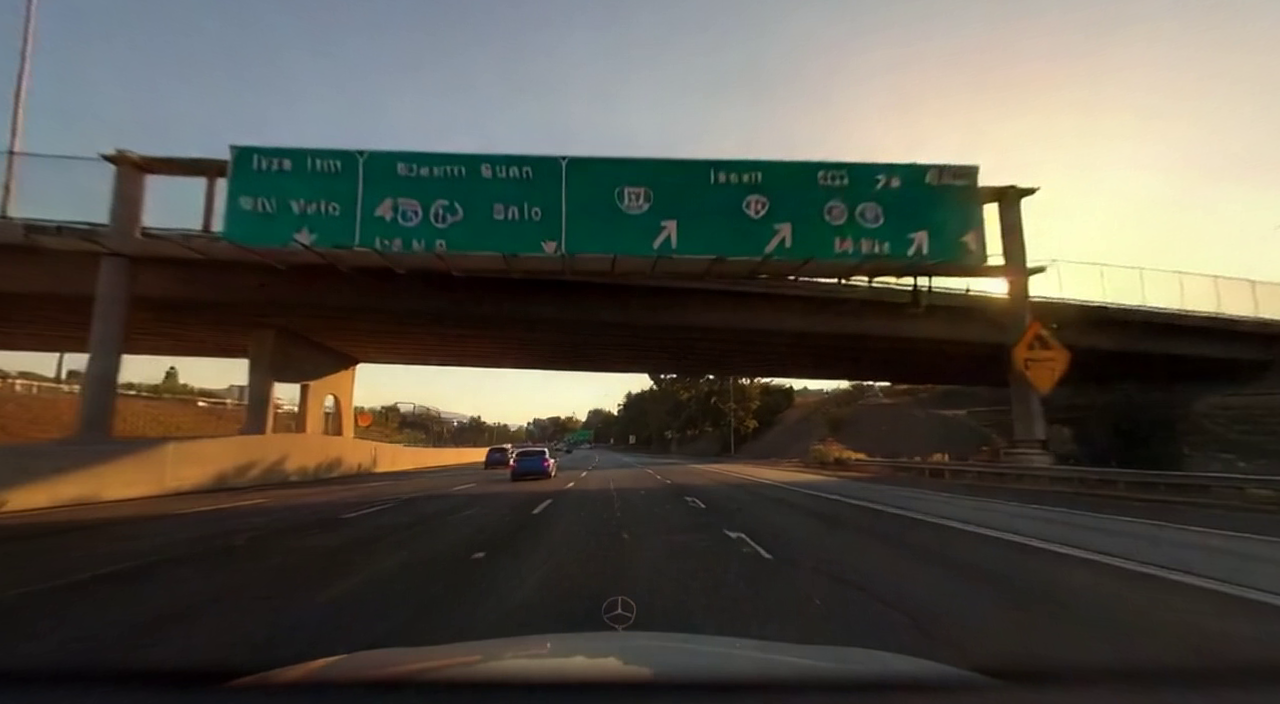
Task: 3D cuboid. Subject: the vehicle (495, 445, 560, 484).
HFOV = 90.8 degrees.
[{"bbox_3d":[-4.654,4.722,26.837,2.050,1.507,4.316,0,-8,-1],"label":"vehicle"}]
